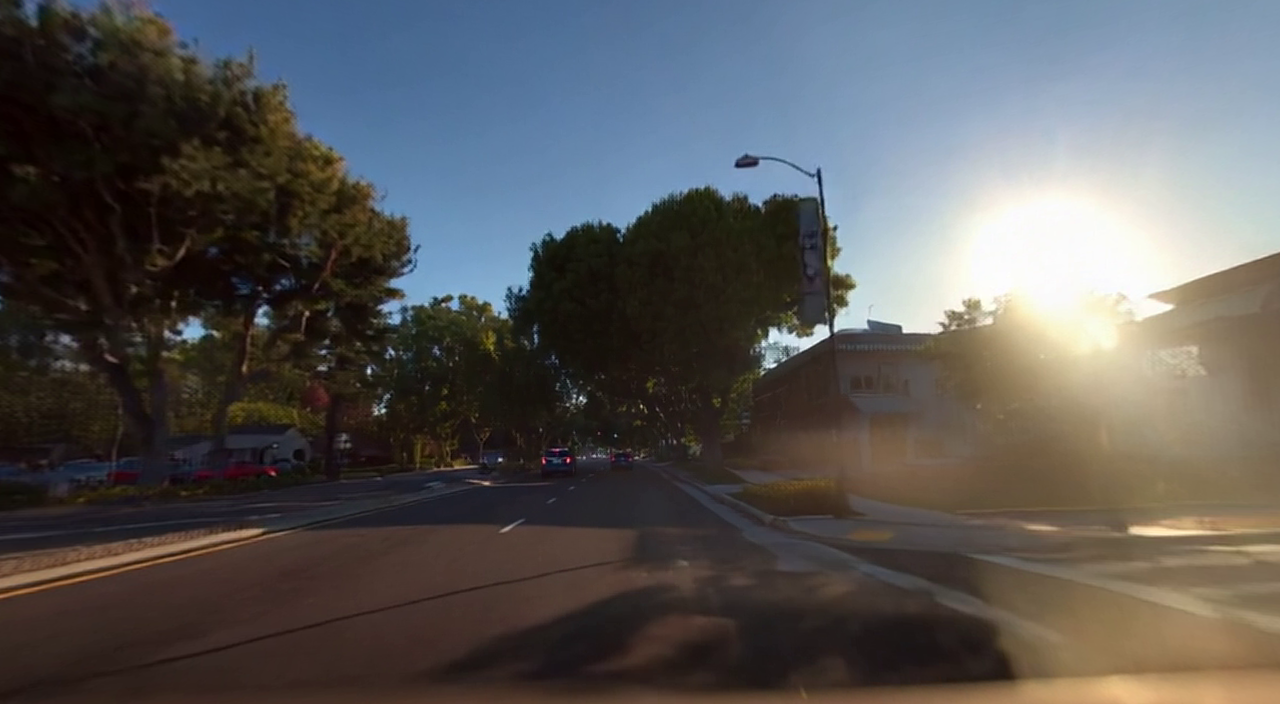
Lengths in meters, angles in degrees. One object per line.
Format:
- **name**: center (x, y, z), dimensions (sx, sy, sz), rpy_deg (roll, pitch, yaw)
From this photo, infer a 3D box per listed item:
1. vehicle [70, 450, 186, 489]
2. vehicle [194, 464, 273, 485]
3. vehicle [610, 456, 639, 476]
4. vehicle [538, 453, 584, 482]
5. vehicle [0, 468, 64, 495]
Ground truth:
- **vehicle**: center (-30.836, 7.103, 38.052), dimensions (4.865, 2.217, 2.192), rpy_deg (1, -9, -3)
- **vehicle**: center (-30.116, 9.087, 46.704), dimensions (4.605, 1.453, 1.809), rpy_deg (1, -10, 0)
- **vehicle**: center (-1.196, 8.992, 49.942), dimensions (2.187, 1.478, 4.138), rpy_deg (1, -9, 0)
- **vehicle**: center (-4.403, 6.499, 35.620), dimensions (2.083, 1.460, 4.527), rpy_deg (1, -9, -1)
- **vehicle**: center (-38.126, 7.860, 38.063), dimensions (4.495, 1.504, 2.023), rpy_deg (-2, -10, -2)
